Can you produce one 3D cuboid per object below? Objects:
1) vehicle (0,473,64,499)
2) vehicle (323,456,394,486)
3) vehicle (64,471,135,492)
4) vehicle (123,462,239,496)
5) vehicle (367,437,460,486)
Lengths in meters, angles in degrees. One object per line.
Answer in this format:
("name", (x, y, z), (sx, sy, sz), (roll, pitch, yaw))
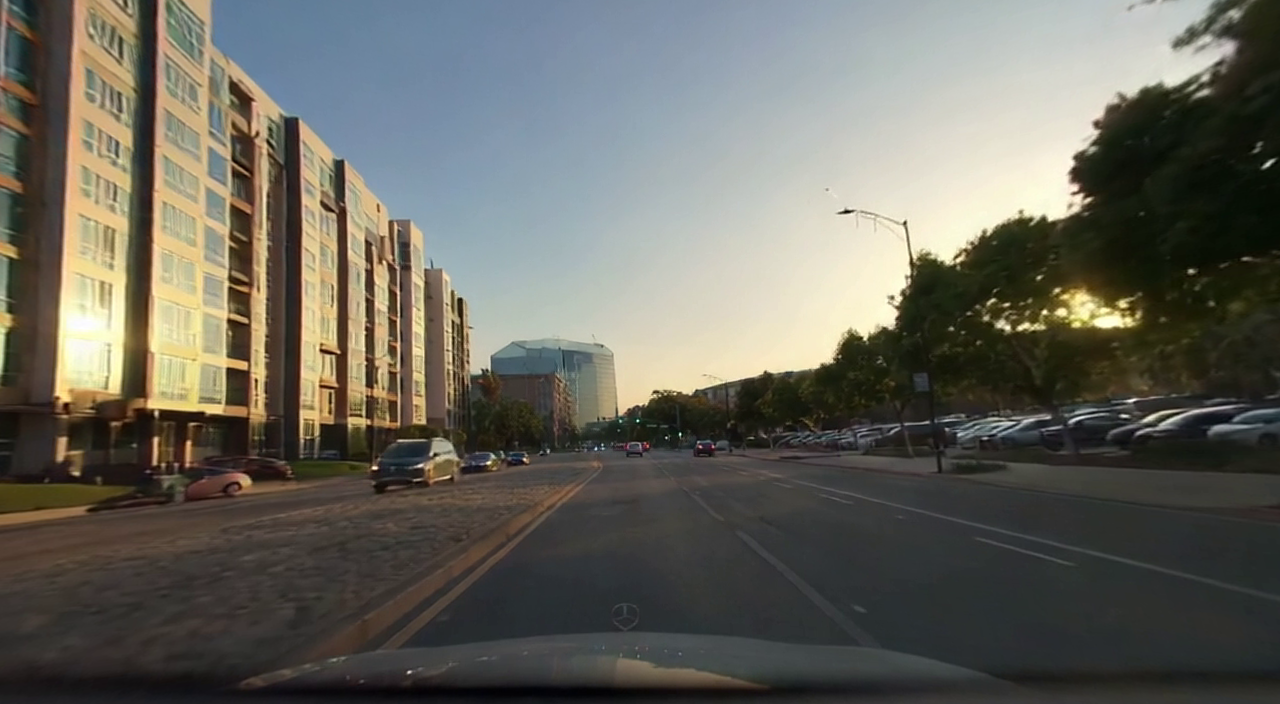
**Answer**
("vehicle", (-40.922, 8.804, 41.558), (4.022, 1.586, 1.961), (-1, -10, 1))
("vehicle", (-15.453, 6.515, 34.942), (1.879, 1.496, 4.431), (0, -9, -1))
("vehicle", (-41.082, 9.827, 48.072), (3.697, 1.504, 1.731), (0, -8, -1))
("vehicle", (-24.110, 6.656, 33.301), (4.530, 1.678, 1.969), (0, -9, 2))
("vehicle", (-9.060, 4.393, 25.724), (2.002, 1.780, 4.687), (0, -9, 0))
